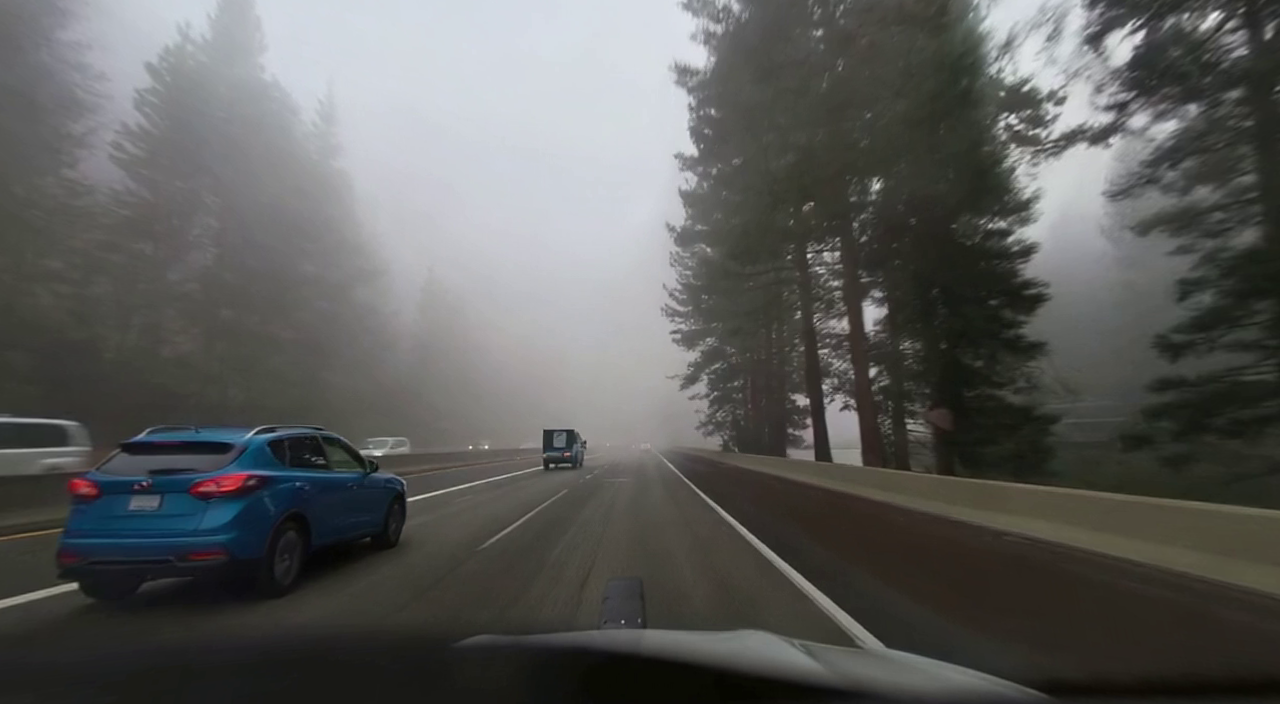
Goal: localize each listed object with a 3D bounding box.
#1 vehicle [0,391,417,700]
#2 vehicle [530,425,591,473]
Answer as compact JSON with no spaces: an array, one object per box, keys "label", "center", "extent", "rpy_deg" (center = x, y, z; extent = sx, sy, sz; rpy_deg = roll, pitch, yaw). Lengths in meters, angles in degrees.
[{"label":"vehicle","center":[-3.920,1.338,5.657],"extent":[2.053,1.589,4.671],"rpy_deg":[0,-8,1]},{"label":"vehicle","center":[-3.724,4.666,30.395],"extent":[2.241,2.095,4.985],"rpy_deg":[0,-8,0]}]
